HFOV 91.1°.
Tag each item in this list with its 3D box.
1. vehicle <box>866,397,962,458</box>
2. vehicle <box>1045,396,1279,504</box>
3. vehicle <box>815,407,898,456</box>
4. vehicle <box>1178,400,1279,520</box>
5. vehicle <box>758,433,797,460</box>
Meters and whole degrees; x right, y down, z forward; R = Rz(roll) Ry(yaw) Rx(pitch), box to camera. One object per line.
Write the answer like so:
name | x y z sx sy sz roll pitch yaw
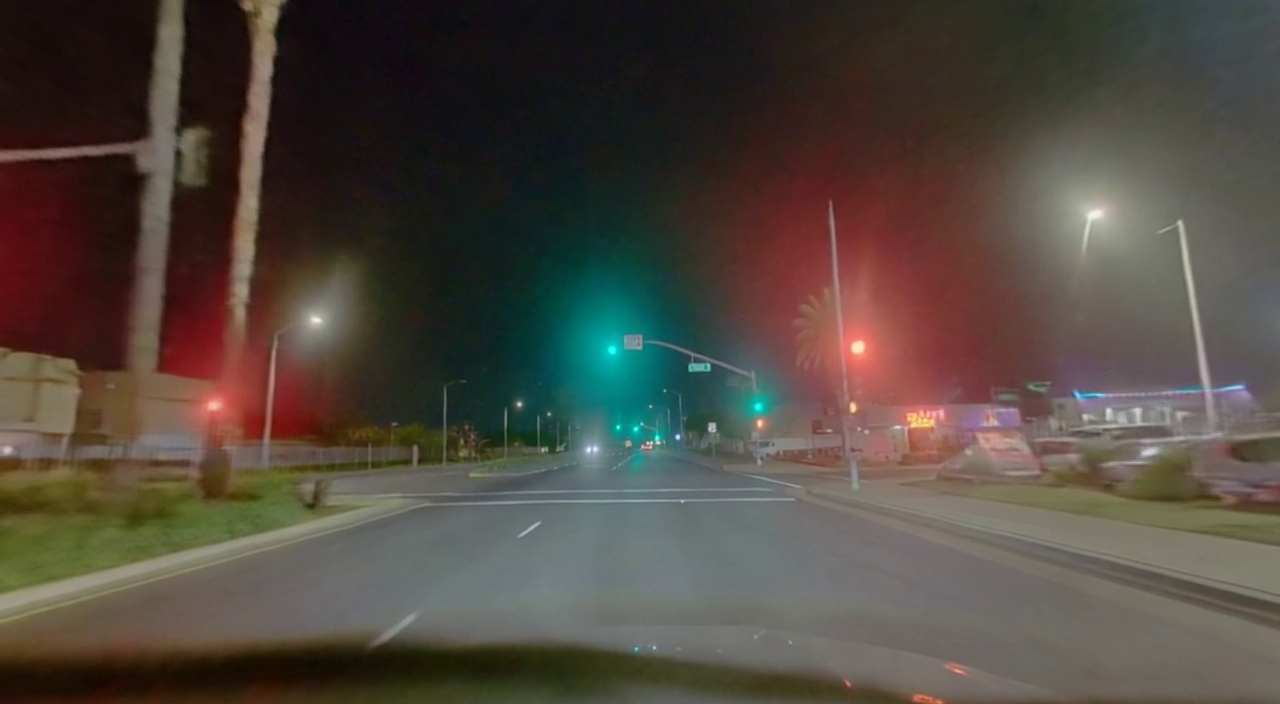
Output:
vehicle | 16.129 4.624 37.697 3.161 3.209 7.934 -1 -8 8
vehicle | 10.946 1.892 12.214 4.641 1.883 2.085 0 -9 -3
vehicle | 16.324 6.181 48.383 2.814 3.328 10.467 0 -8 1
vehicle | 11.124 1.592 9.470 4.233 1.665 1.847 -1 -9 -1
vehicle | 9.943 6.896 45.598 1.655 1.820 3.969 0 -9 -4
